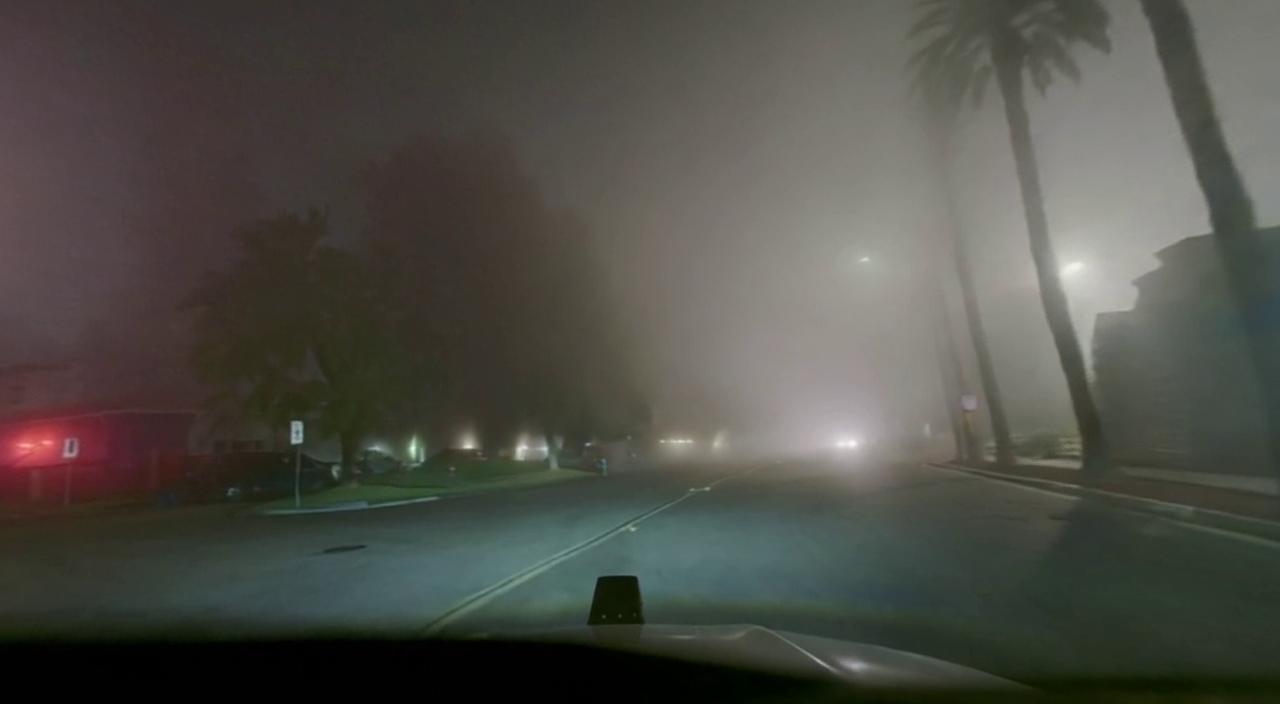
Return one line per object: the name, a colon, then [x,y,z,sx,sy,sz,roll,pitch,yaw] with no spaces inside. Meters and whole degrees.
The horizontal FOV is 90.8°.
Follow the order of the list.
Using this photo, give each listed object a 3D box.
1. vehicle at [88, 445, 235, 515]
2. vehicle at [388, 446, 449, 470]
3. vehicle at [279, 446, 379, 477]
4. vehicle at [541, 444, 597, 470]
vehicle: [-14.700,3.869,19.810,2.174,1.863,4.651,3,-9,-18]
vehicle: [-17.106,8.152,48.832,3.928,1.784,1.895,-2,-9,12]
vehicle: [-18.883,6.631,38.439,5.193,1.830,2.049,-2,-9,11]
vehicle: [-5.125,7.567,45.768,3.635,1.521,1.726,2,-5,10]
